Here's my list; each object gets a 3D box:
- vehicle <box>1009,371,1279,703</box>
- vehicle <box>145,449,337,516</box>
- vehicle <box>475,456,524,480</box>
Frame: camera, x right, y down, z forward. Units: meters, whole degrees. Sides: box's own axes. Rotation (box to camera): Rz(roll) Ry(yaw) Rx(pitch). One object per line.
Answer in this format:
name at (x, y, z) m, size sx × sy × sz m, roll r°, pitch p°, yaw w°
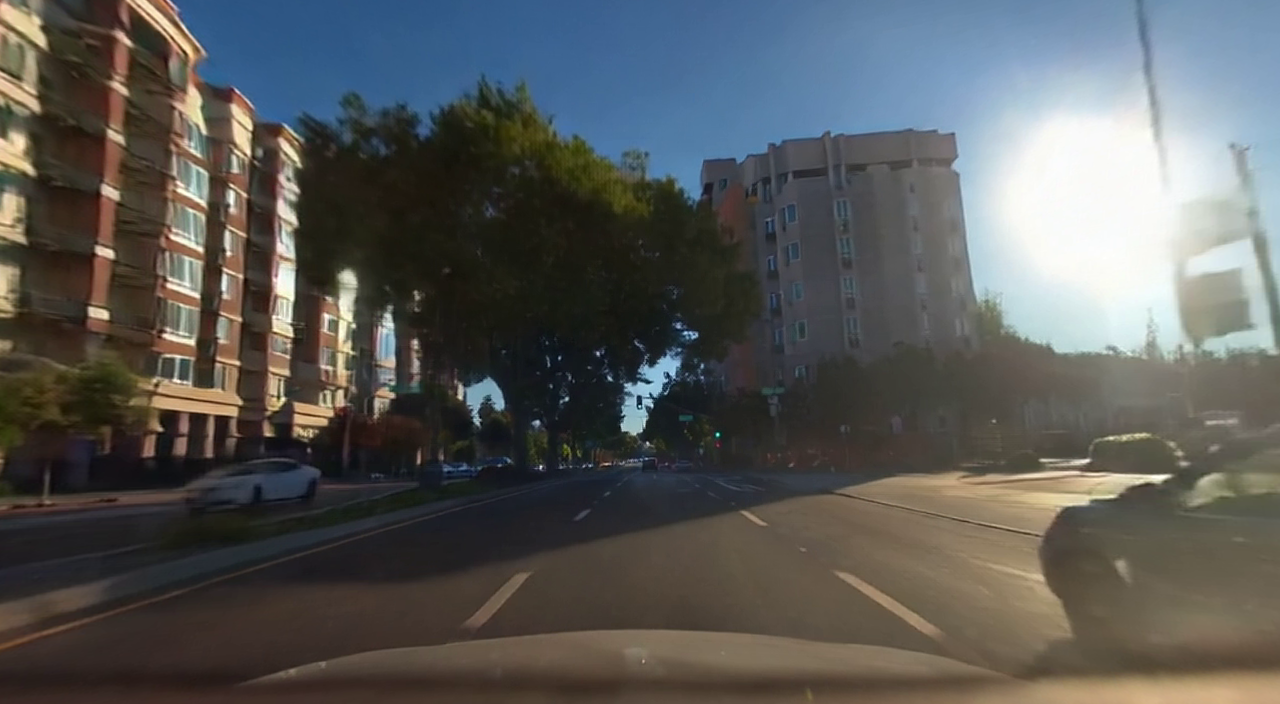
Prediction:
vehicle at (3.614, 0.854, 2.440) m, size 1.949 × 1.583 × 3.996 m, roll 0°, pitch -9°, yaw 1°
vehicle at (-10.375, 3.385, 16.965) m, size 1.957 × 1.482 × 4.706 m, roll 0°, pitch -9°, yaw 2°
vehicle at (-9.542, 7.894, 43.096) m, size 2.004 × 1.469 × 4.724 m, roll -1°, pitch -9°, yaw 3°
